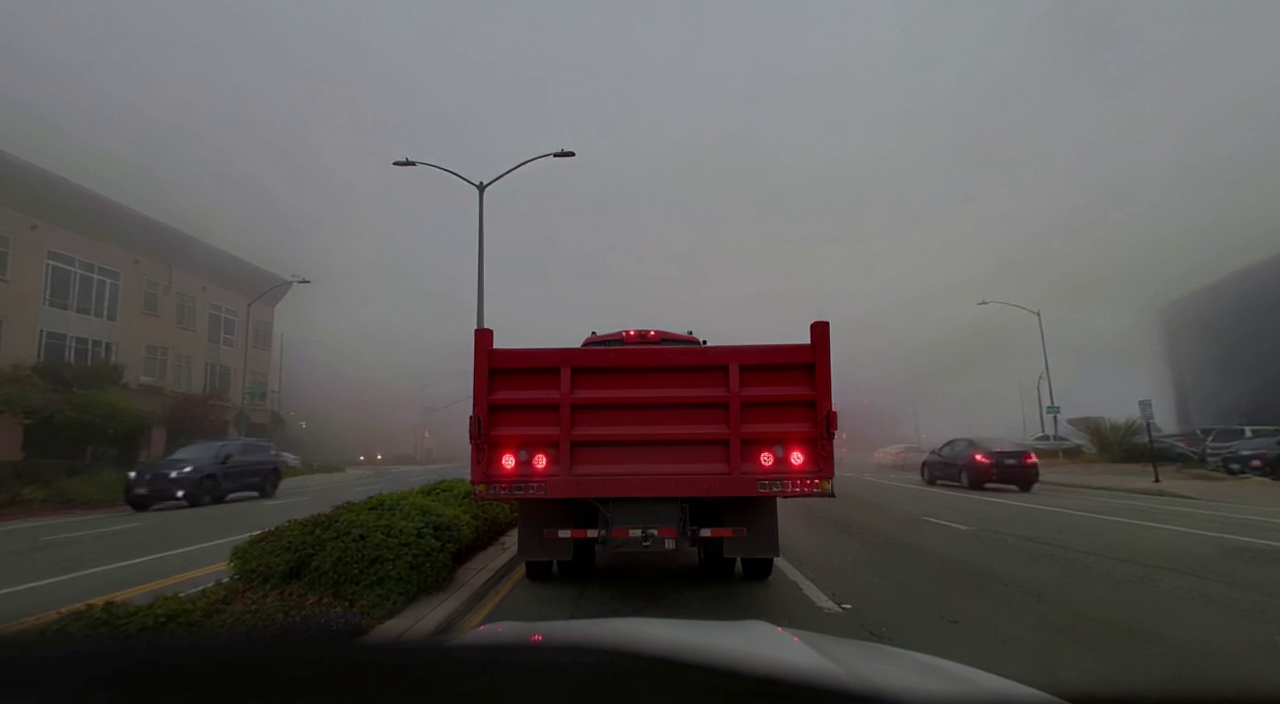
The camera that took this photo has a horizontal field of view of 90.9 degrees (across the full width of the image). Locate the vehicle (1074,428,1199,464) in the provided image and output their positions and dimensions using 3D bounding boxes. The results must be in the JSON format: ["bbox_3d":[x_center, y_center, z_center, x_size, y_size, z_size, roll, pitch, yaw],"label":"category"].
[{"bbox_3d":[23.092,4.389,29.445,4.171,1.614,1.894,-1,-8,1],"label":"vehicle"}]

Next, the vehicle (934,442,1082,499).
[{"bbox_3d":[10.492,3.372,18.408,1.907,1.465,4.077,-1,-8,1],"label":"vehicle"}]

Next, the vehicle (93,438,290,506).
[{"bbox_3d":[-14.493,3.865,21.008,2.218,1.926,5.753,-1,-8,2],"label":"vehicle"}]

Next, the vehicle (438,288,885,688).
[{"bbox_3d":[0.272,1.301,7.374,2.650,2.391,7.008,-1,-8,3],"label":"vehicle"}]
